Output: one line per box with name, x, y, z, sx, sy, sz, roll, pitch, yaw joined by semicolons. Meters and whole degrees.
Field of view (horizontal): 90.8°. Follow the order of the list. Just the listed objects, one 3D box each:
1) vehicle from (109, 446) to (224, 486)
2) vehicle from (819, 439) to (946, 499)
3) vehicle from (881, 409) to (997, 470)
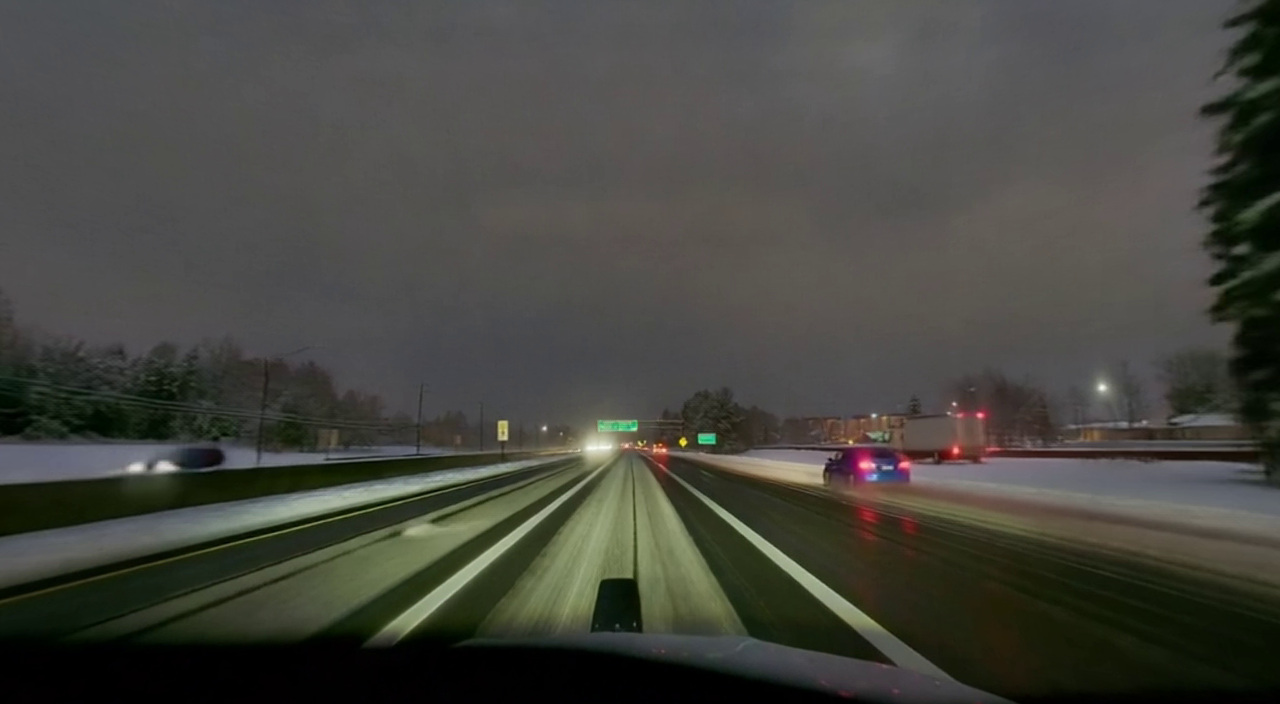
vehicle;-22.840;5.472;30.760;1.961;1.692;4.636;0;-8;1
vehicle;6.922;3.340;18.639;1.958;1.498;4.447;1;-8;-1
vehicle;20.640;6.241;44.700;2.841;3.731;10.555;0;-9;-1
